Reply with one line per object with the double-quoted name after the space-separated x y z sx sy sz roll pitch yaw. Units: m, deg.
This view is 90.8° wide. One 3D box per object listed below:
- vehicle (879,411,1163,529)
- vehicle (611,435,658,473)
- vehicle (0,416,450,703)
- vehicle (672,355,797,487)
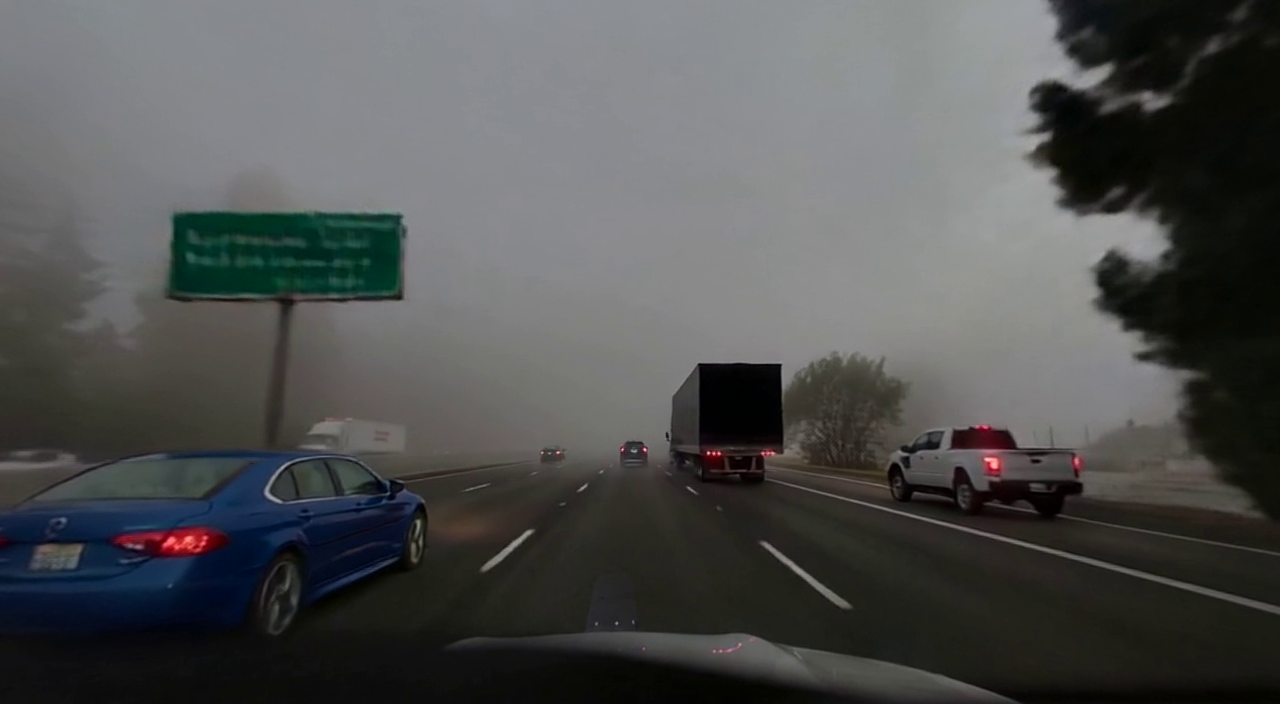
6.877 2.229 12.454 2.106 1.795 5.489 0 -9 -1 "vehicle"
-0.297 5.199 32.366 2.203 1.805 4.358 0 -9 -1 "vehicle"
-3.140 1.333 4.988 1.864 1.406 4.544 0 -9 0 "vehicle"
3.306 3.270 27.193 2.876 4.086 15.117 0 -9 -1 "vehicle"
